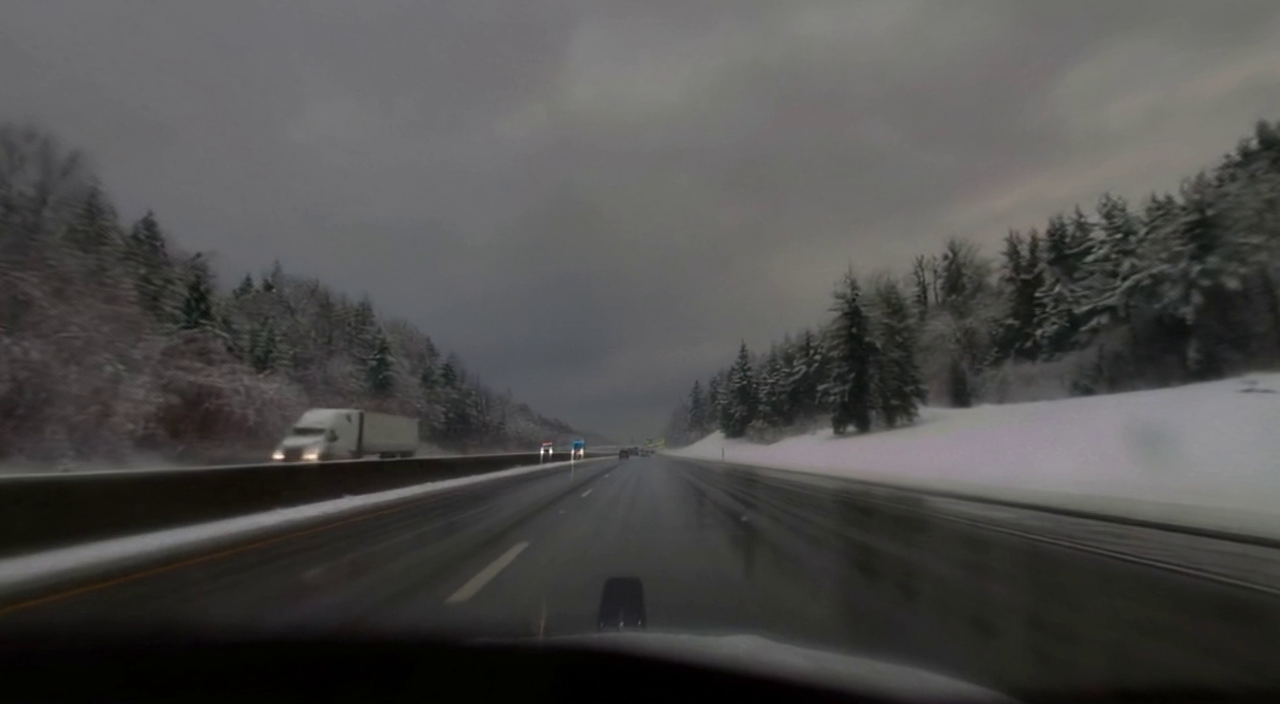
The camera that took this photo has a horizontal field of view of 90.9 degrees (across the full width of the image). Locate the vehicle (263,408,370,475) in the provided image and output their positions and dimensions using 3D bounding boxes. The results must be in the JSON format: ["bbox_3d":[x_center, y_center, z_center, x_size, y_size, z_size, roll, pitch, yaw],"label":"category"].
[{"bbox_3d":[-18.676,5.281,36.861,2.996,3.547,5.905,0,-9,0],"label":"vehicle"}]
